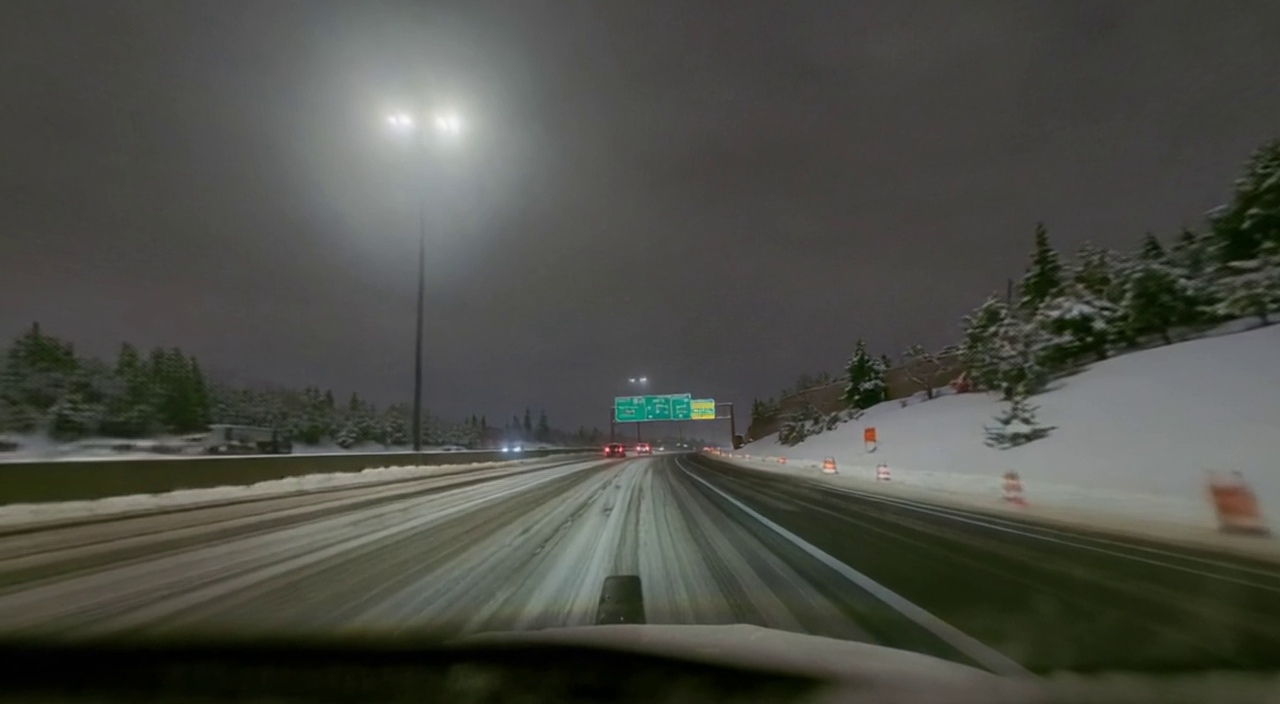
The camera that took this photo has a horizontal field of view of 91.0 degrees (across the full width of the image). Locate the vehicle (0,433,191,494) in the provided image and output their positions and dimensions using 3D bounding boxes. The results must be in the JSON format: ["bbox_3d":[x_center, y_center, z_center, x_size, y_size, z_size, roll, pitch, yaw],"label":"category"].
[{"bbox_3d":[-15.651,3.167,18.211,1.945,1.515,4.455,0,-9,1],"label":"vehicle"}]

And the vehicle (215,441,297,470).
[{"bbox_3d":[-22.476,6.071,37.075,1.869,1.556,4.539,0,-9,1],"label":"vehicle"}]
